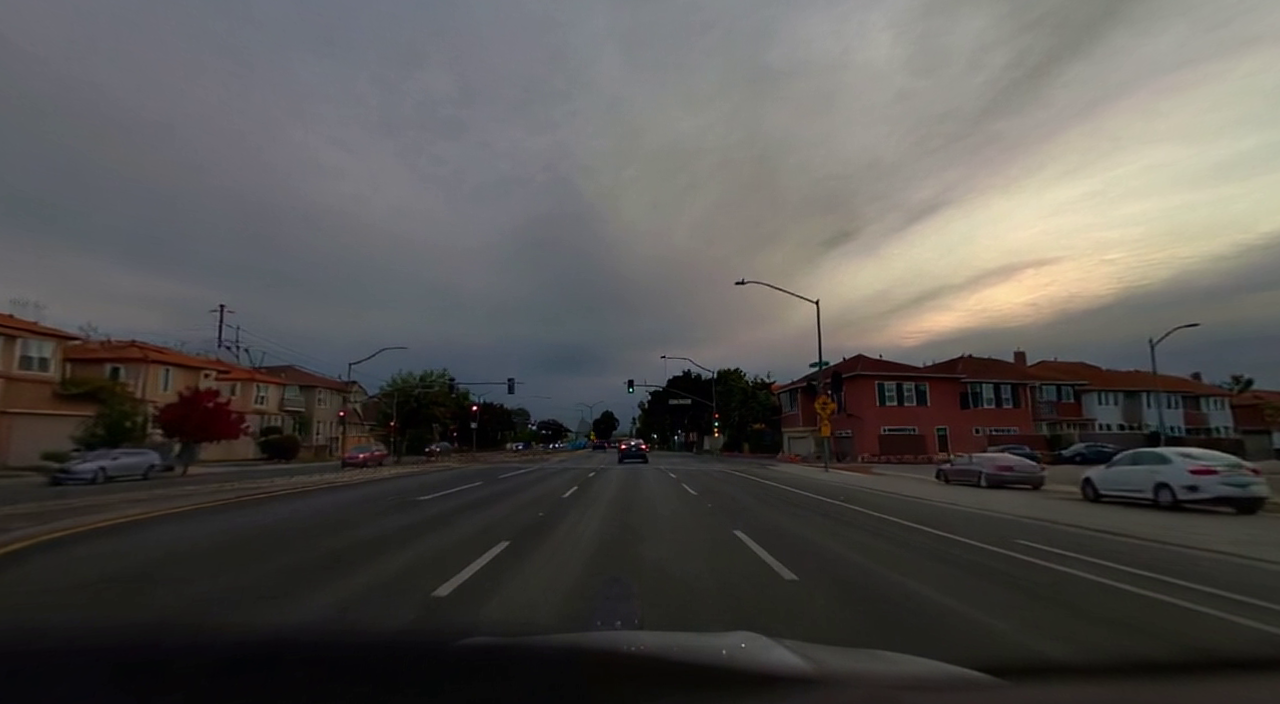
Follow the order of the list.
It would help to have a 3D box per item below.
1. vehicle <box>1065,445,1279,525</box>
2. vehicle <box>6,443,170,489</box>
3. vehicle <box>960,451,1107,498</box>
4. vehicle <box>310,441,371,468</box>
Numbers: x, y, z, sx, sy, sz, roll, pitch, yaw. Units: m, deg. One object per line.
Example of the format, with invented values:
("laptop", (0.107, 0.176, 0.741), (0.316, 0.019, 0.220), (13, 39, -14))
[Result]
("vehicle", (12.467, 2.884, 14.410), (2.128, 1.467, 4.987), (0, -9, 1))
("vehicle", (-19.393, 4.003, 22.519), (1.918, 1.472, 4.360), (0, -9, 0))
("vehicle", (12.660, 3.932, 20.747), (1.903, 1.330, 4.470), (0, -9, -1))
("vehicle", (-19.649, 6.752, 41.663), (1.913, 1.693, 4.345), (0, -9, 0))
